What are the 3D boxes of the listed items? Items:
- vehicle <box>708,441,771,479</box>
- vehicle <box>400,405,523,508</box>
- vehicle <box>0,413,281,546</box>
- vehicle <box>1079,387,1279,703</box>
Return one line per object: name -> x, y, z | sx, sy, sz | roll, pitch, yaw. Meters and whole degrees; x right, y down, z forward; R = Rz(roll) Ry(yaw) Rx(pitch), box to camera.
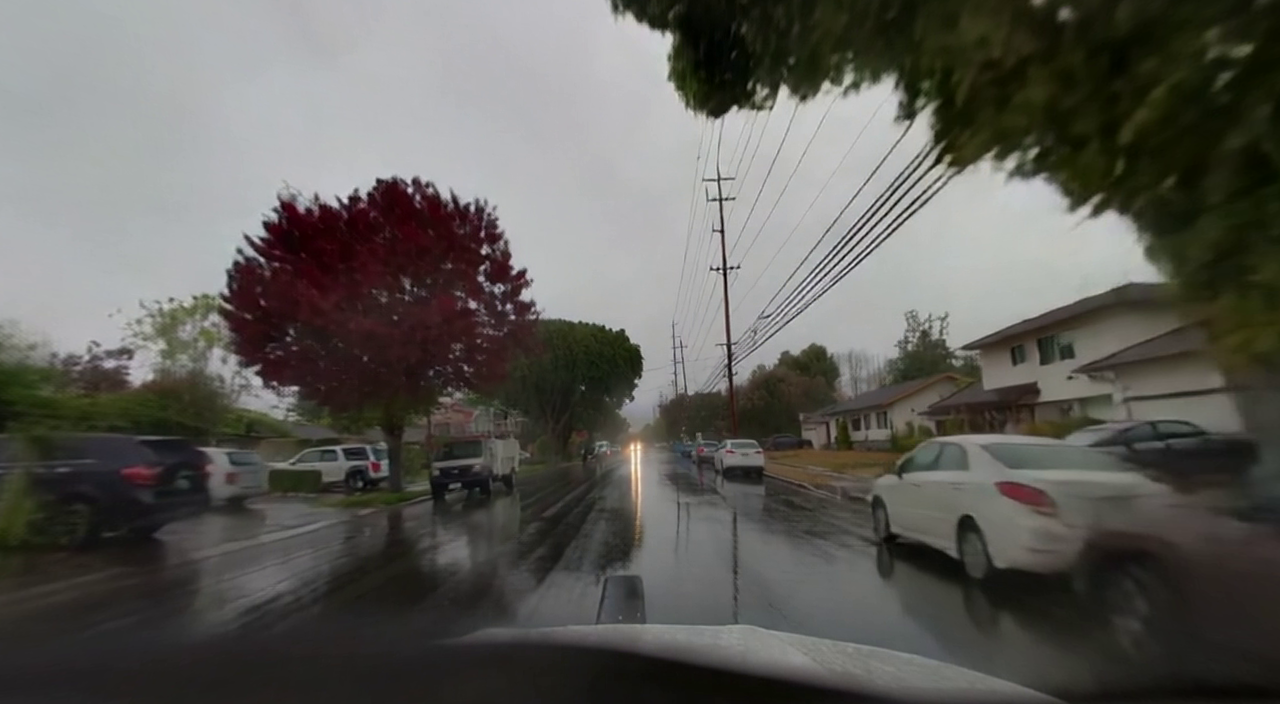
vehicle -> 4.325, 4.778, 28.307 | 2.016, 1.544, 4.645 | 0, -8, -1
vehicle -> -5.884, 3.514, 21.769 | 2.313, 2.875, 6.057 | -4, -8, 1
vehicle -> -10.534, 2.227, 11.391 | 6.540, 2.079, 2.565 | 0, -8, 1
vehicle -> 3.741, 0.743, 1.558 | 1.970, 1.530, 4.899 | -1, -8, 3
